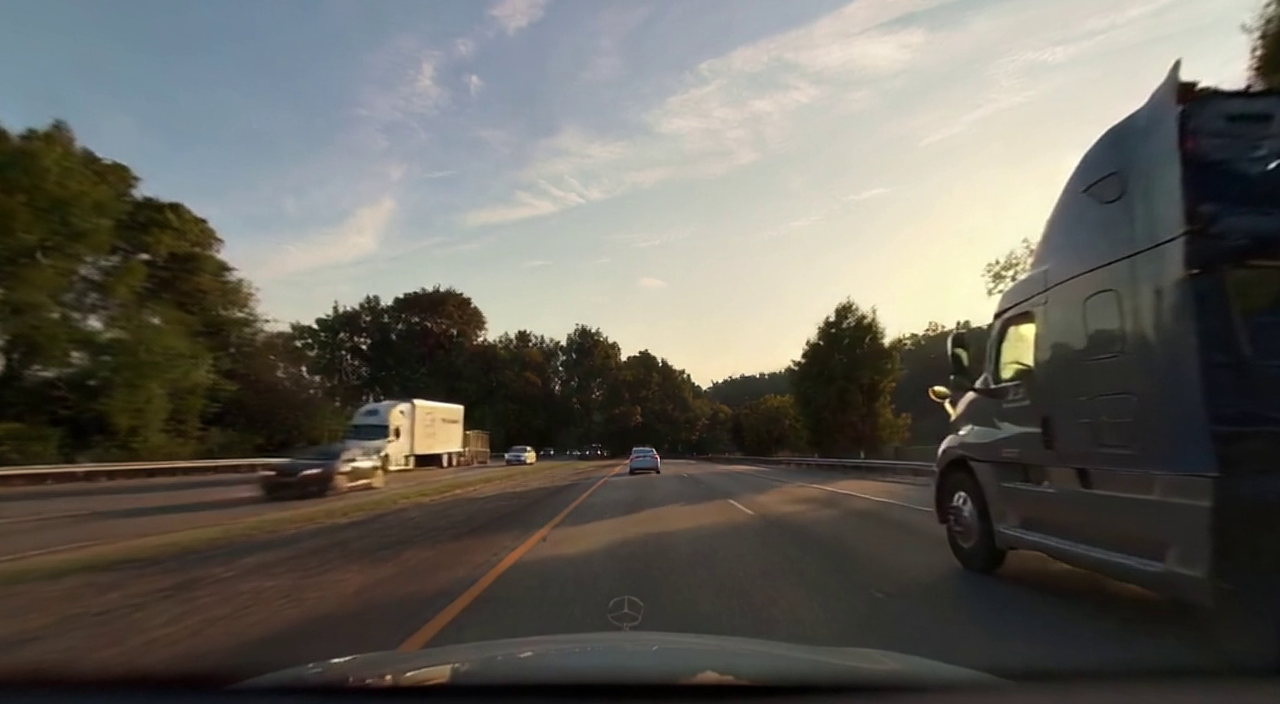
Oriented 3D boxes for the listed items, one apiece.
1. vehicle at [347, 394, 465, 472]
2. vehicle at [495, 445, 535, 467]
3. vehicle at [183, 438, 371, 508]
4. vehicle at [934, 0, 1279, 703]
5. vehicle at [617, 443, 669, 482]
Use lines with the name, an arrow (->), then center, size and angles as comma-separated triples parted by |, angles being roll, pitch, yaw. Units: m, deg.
vehicle -> -13.408, 4.899, 37.460 | 2.977, 3.982, 10.269 | 0, -8, 0
vehicle -> -8.609, 7.165, 43.669 | 1.851, 1.457, 4.155 | 0, -8, 0
vehicle -> -8.771, 2.934, 15.856 | 1.930, 1.479, 4.706 | 0, -8, 0
vehicle -> 4.388, -0.185, 3.014 | 3.010, 3.911, 5.858 | 0, -8, 0
vehicle -> 0.106, 4.762, 27.458 | 2.114, 1.523, 4.012 | 0, -8, -1
